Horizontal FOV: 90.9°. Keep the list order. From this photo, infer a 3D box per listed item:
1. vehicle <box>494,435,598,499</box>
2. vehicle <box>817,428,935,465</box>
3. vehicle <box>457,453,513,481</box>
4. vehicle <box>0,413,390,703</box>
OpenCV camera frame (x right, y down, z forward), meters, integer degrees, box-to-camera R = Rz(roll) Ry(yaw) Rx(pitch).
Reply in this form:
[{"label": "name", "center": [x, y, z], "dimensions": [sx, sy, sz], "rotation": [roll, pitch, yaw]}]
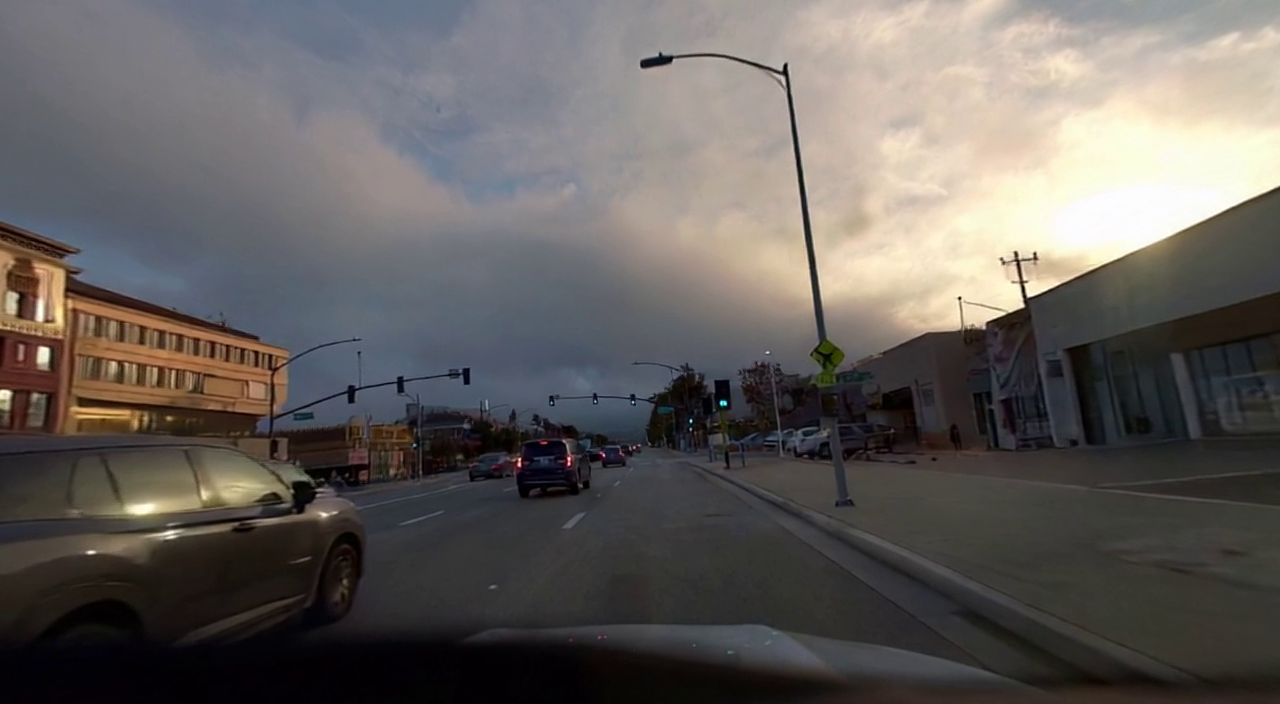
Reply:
[{"label": "vehicle", "center": [-2.761, 3.543, 19.864], "dimensions": [2.277, 1.743, 4.893], "rotation": [-1, -9, 3]}, {"label": "vehicle", "center": [10.304, 4.189, 27.802], "dimensions": [4.361, 1.550, 2.087], "rotation": [0, -10, 3]}, {"label": "vehicle", "center": [-8.917, 6.662, 36.612], "dimensions": [1.843, 1.483, 4.254], "rotation": [-3, -10, 5]}, {"label": "vehicle", "center": [-3.276, 1.106, 3.152], "dimensions": [2.037, 1.484, 4.603], "rotation": [0, -9, 2]}]
